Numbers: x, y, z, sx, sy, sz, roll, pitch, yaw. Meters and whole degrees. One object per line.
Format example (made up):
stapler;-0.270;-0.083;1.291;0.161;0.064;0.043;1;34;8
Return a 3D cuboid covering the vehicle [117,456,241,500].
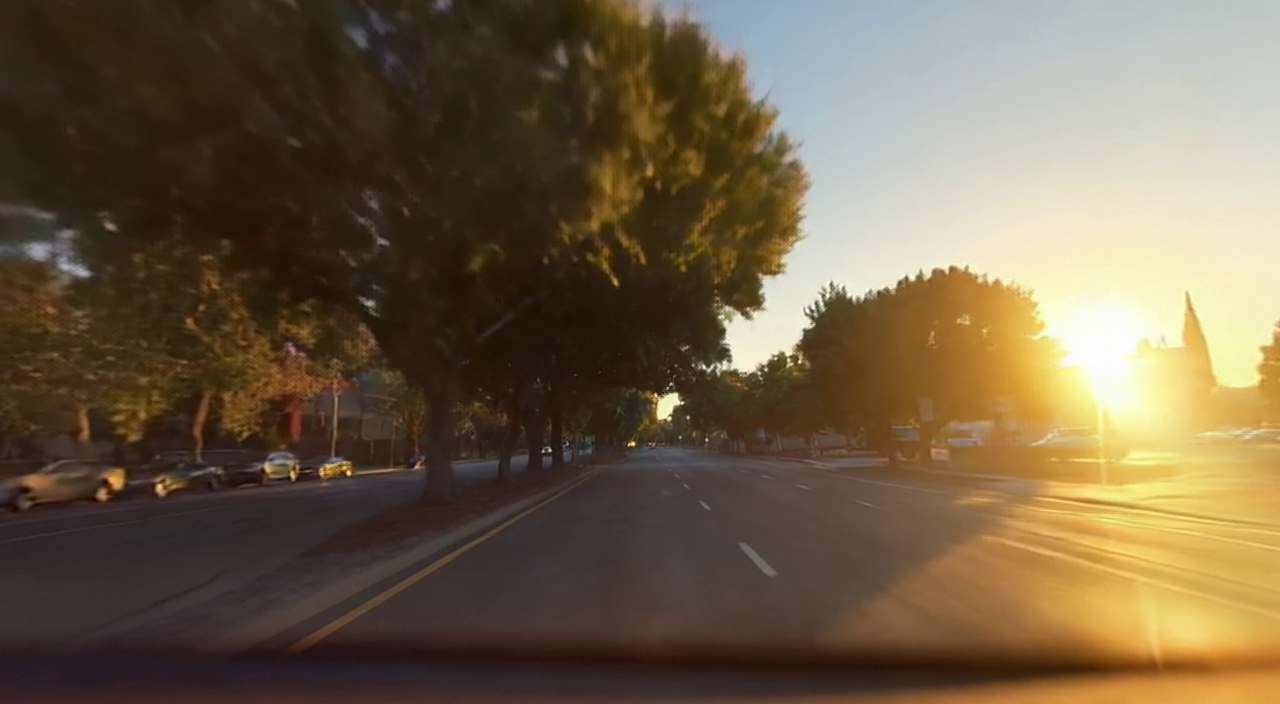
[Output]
vehicle;-18.197;4.958;25.166;1.736;1.489;4.347;0;-8;-2

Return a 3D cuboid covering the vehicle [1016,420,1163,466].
vehicle;22.195;4.503;31.286;5.532;2.065;2.166;-1;-8;0

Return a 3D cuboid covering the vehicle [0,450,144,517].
vehicle;-18.196;3.914;19.300;2.115;1.716;4.900;0;-8;-2

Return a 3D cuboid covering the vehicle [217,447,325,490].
vehicle;-17.817;5.581;30.799;1.941;1.848;5.279;-1;-8;2
